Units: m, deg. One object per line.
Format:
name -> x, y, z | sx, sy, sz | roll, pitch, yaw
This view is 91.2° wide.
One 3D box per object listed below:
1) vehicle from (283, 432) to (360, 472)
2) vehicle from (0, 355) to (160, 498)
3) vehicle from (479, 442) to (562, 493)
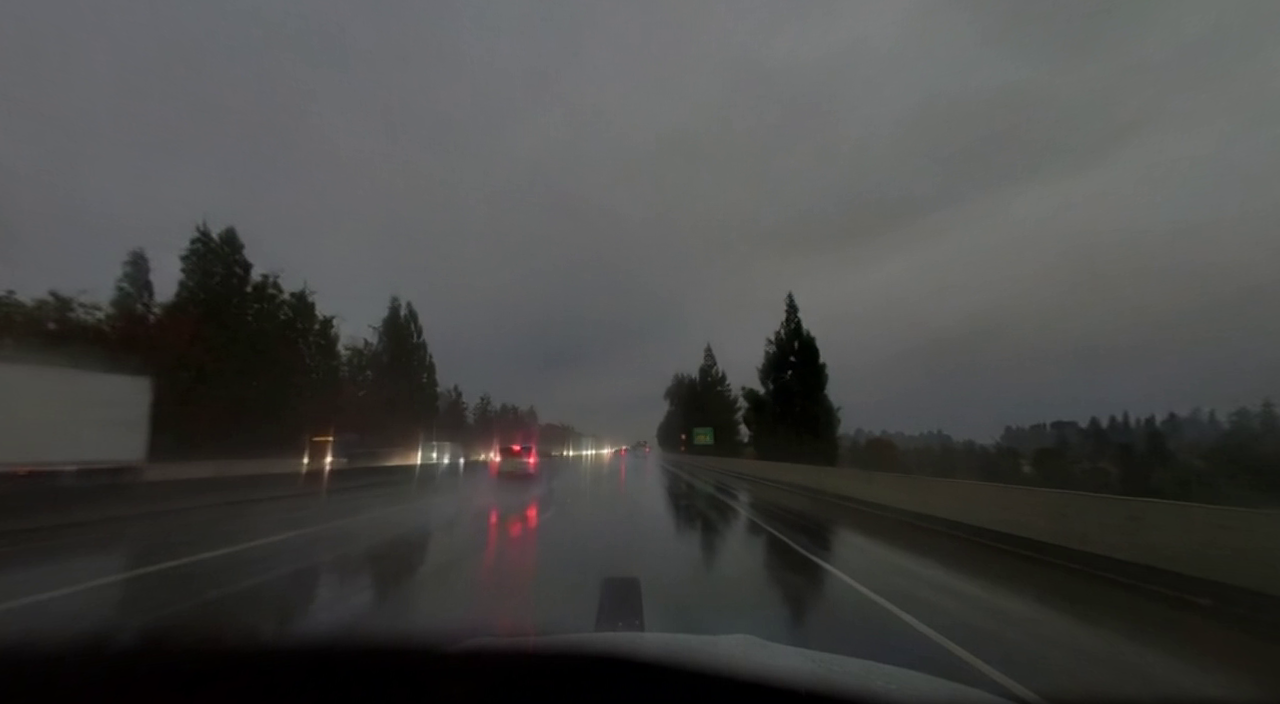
vehicle -> -23.010, 7.275, 45.603 | 2.438, 2.716, 5.506 | 0, -9, 2
vehicle -> -19.839, 1.994, 16.995 | 2.892, 4.074, 13.567 | 0, -9, 0
vehicle -> -3.809, 3.763, 20.709 | 1.933, 1.497, 3.973 | 0, -9, 1
